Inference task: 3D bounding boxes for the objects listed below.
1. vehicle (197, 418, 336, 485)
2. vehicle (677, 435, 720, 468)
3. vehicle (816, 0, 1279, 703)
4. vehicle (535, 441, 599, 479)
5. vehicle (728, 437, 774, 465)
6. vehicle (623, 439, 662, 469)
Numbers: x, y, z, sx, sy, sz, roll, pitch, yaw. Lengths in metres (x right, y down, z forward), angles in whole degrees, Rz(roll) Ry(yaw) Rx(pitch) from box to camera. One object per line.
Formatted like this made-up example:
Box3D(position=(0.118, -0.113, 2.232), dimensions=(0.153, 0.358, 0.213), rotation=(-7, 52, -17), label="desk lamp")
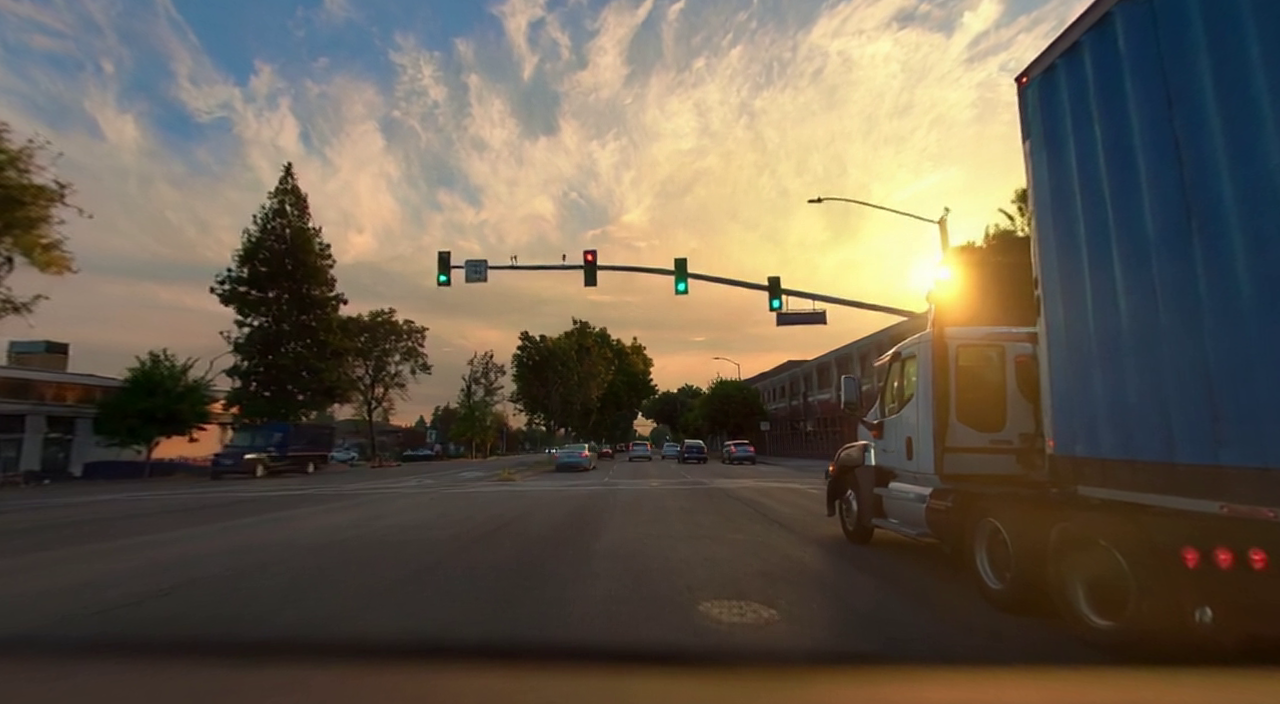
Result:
Box3D(position=(-18.143, 4.896, 31.295), dimensions=(2.473, 2.894, 7.075), rotation=(0, -8, 0), label="vehicle")
Box3D(position=(3.574, 6.200, 39.470), dimensions=(2.196, 1.908, 4.412), rotation=(0, -8, -1), label="vehicle")
Box3D(position=(3.888, -0.025, 4.151), dimensions=(3.006, 3.679, 8.506), rotation=(0, -8, 0), label="vehicle")
Box3D(position=(-3.124, 4.725, 27.963), dimensions=(2.211, 1.537, 4.666), rotation=(0, -8, 1), label="vehicle")
Box3D(position=(7.651, 6.896, 43.950), dimensions=(2.174, 1.793, 5.061), rotation=(0, -8, -1), label="vehicle")
Box3D(position=(0.141, 6.234, 38.790), dimensions=(2.276, 1.704, 3.925), rotation=(0, -8, 0), label="vehicle")
